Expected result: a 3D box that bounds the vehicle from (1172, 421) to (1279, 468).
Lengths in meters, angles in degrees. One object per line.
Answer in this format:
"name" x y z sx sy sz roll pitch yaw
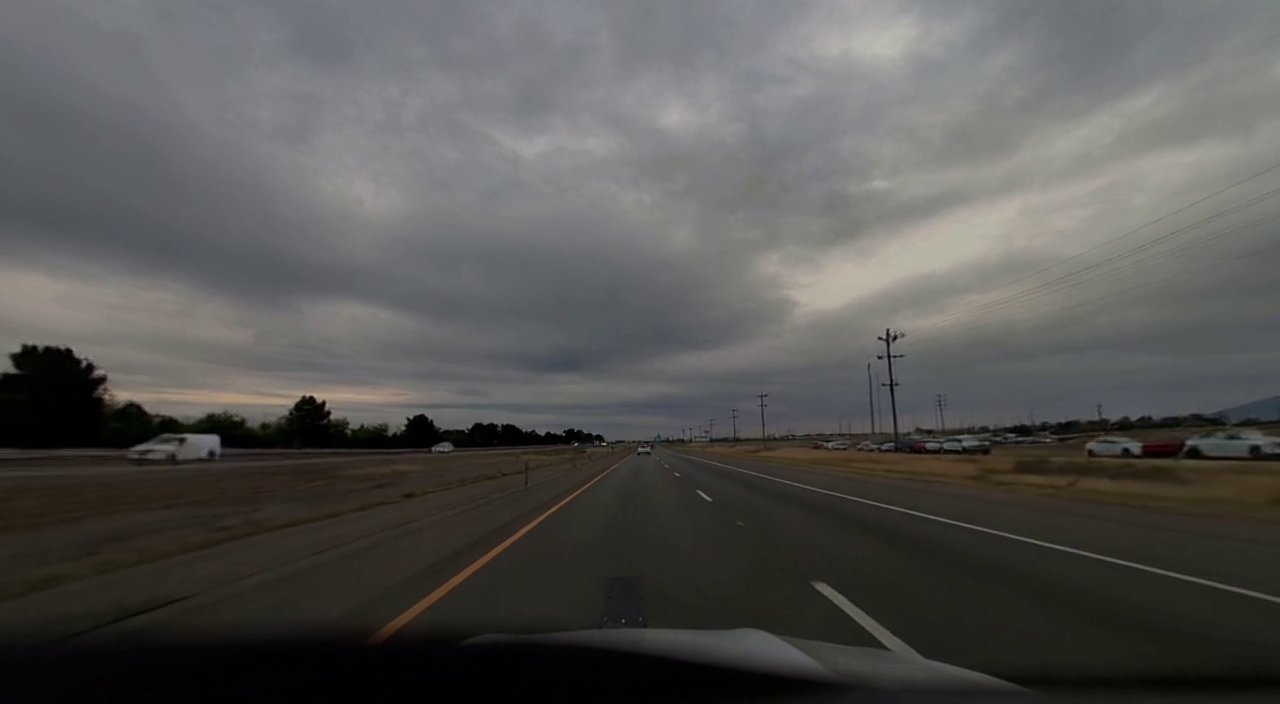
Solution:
"vehicle" 38.423 5.677 38.681 2.820 2.717 8.695 1 -9 -12
